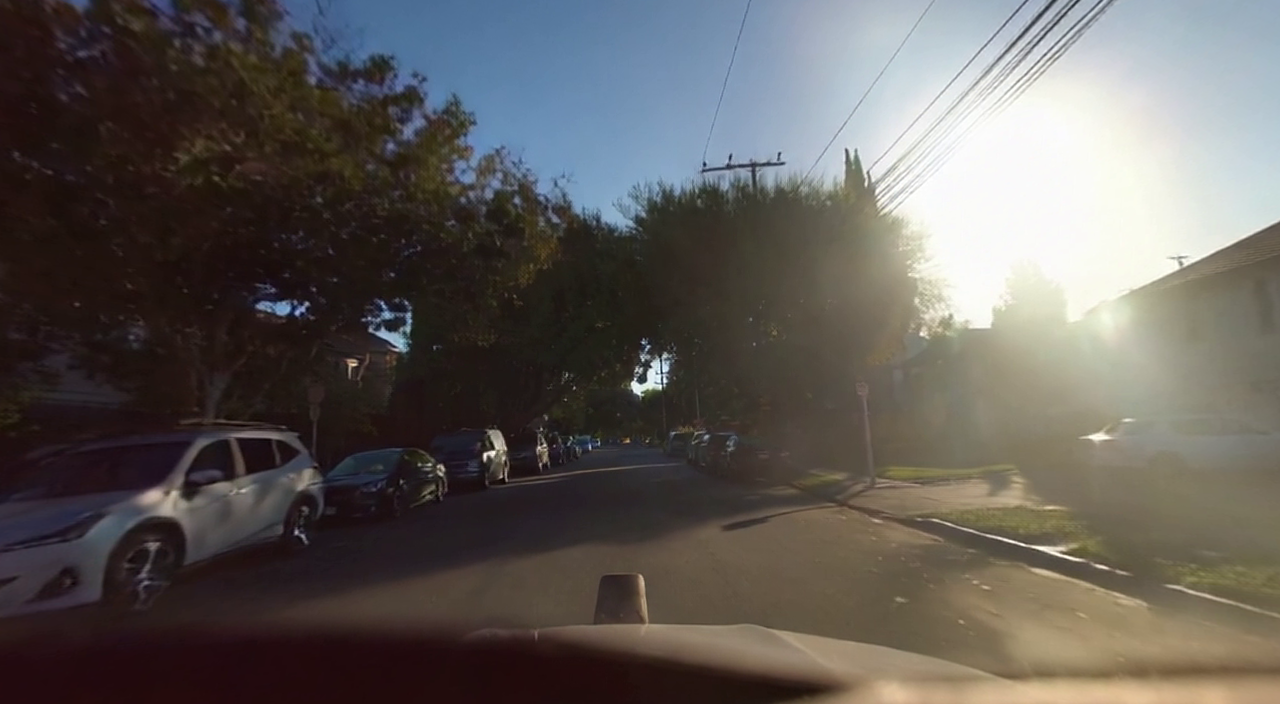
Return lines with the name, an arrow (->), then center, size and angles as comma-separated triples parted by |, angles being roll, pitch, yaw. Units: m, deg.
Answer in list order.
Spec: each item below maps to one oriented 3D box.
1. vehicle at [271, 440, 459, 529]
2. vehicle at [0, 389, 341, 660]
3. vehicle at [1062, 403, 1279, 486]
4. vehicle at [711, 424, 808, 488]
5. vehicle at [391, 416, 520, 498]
vehicle -> -5.275, 2.549, 12.927 | 1.858, 1.456, 4.587 | 0, -8, -1
vehicle -> -5.299, 1.507, 6.746 | 2.042, 1.850, 4.758 | 0, -8, -3
vehicle -> 11.381, 1.858, 12.768 | 4.336, 1.520, 1.876 | 0, -8, -2
vehicle -> 3.498, 3.135, 19.478 | 1.994, 1.710, 4.699 | 0, -8, -1
vehicle -> -5.352, 3.127, 19.291 | 2.390, 2.123, 5.371 | 0, -8, -1
